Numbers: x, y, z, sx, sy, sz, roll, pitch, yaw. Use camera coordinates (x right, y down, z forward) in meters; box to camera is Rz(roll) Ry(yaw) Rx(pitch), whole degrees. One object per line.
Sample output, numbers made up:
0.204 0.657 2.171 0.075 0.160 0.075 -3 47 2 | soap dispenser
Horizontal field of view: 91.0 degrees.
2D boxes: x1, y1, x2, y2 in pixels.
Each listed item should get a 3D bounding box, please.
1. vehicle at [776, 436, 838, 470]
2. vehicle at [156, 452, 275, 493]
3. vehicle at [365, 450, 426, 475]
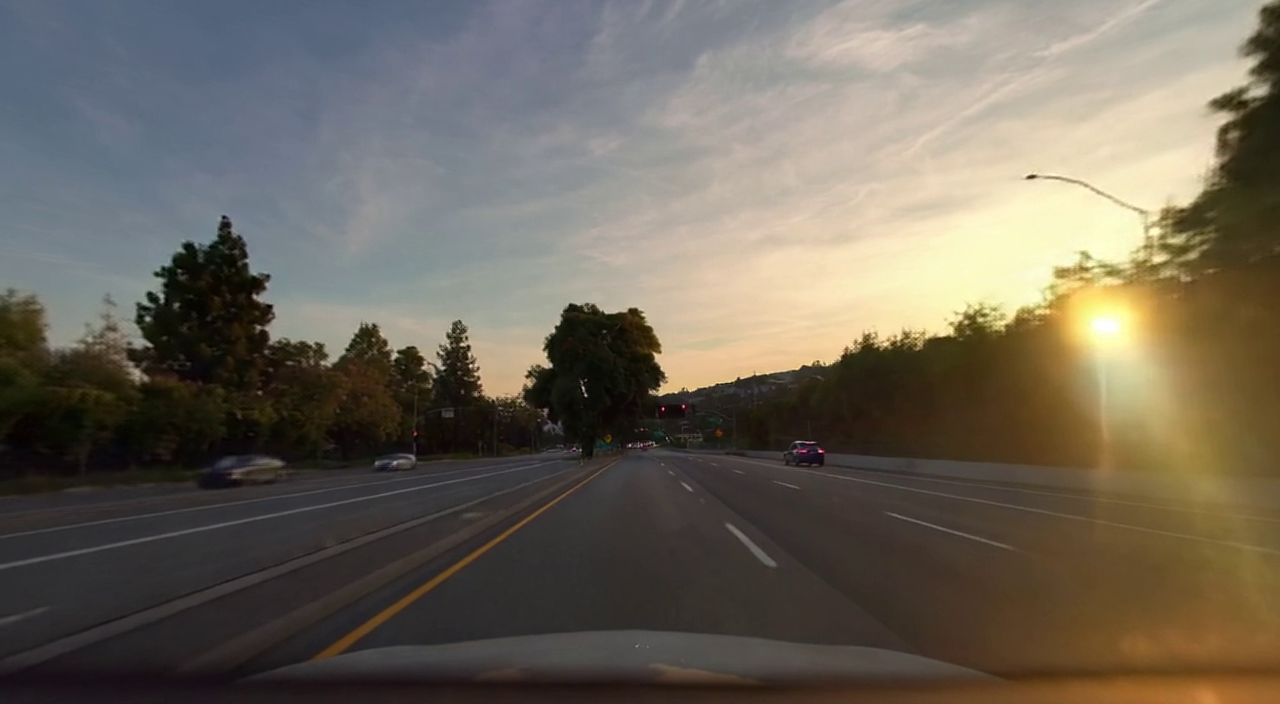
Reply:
9.452 5.763 36.064 2.170 1.830 4.720 0 -9 0 | vehicle
-18.670 5.276 27.980 2.043 1.627 4.595 0 -9 1 | vehicle
-15.505 7.023 40.237 1.972 1.473 4.632 0 -9 1 | vehicle
